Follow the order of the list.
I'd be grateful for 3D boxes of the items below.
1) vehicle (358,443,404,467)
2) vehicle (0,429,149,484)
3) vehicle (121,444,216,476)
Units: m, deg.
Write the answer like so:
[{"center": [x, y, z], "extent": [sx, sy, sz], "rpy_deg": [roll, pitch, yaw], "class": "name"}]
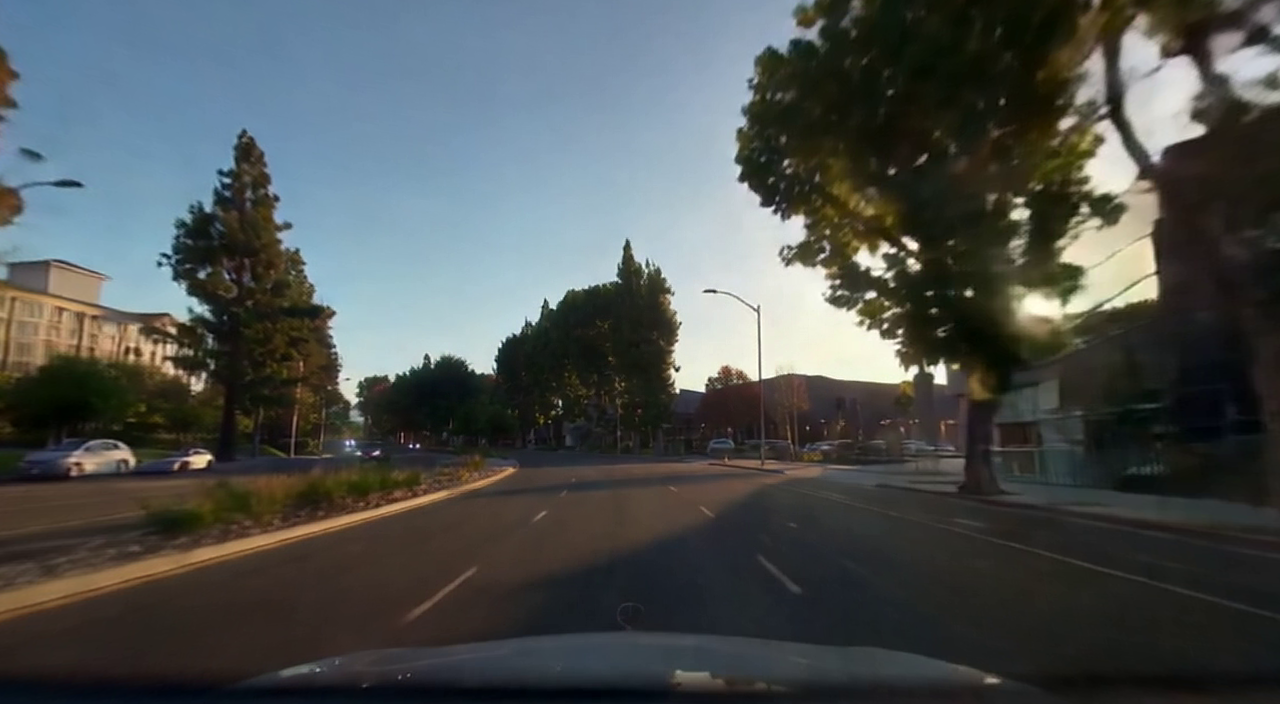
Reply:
[{"center": [-17.644, 6.994, 43.062], "extent": [1.987, 1.489, 4.389], "rpy_deg": [1, -9, -11], "class": "vehicle"}, {"center": [-22.392, 4.077, 24.942], "extent": [2.387, 1.951, 4.827], "rpy_deg": [1, -8, -7], "class": "vehicle"}, {"center": [-23.236, 5.296, 31.274], "extent": [1.844, 1.452, 4.362], "rpy_deg": [1, -8, -8], "class": "vehicle"}]
